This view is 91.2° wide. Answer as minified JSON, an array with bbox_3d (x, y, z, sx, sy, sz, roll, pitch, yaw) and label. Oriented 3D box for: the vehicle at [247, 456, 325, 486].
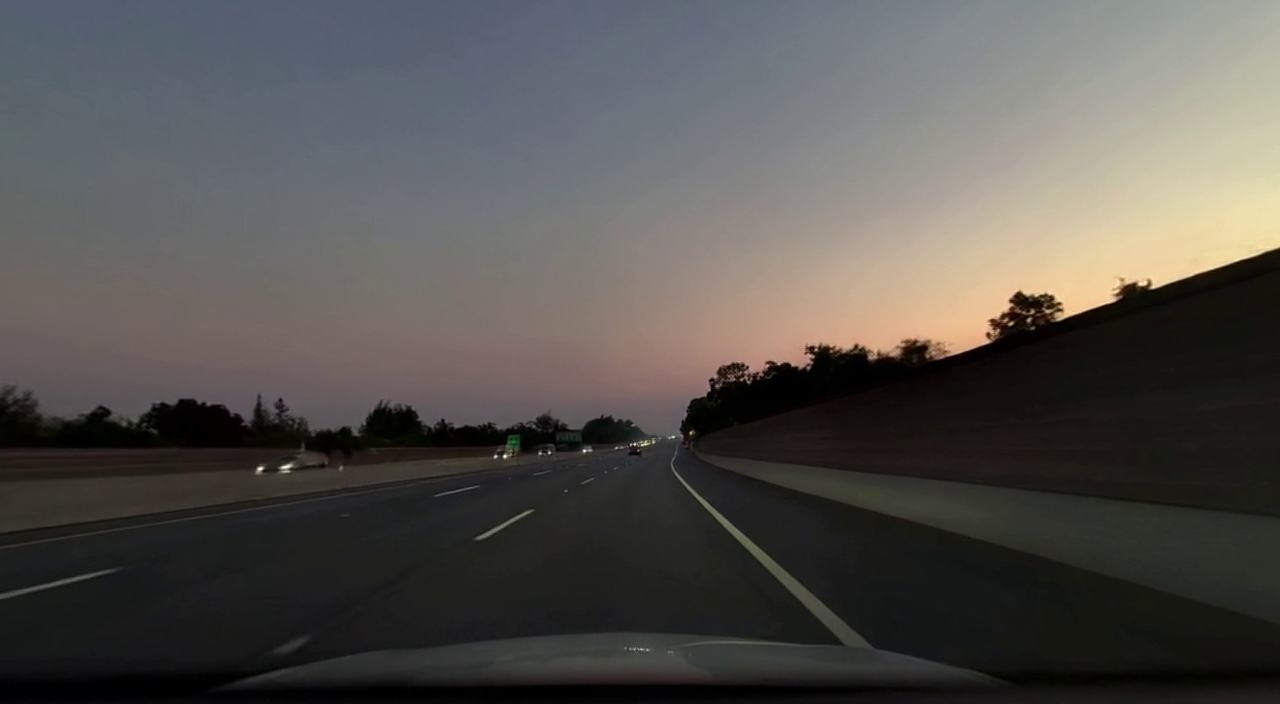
[{"bbox_3d":[-23.382,7.872,41.650,2.078,1.798,4.928,-1,-9,3],"label":"vehicle"}]
